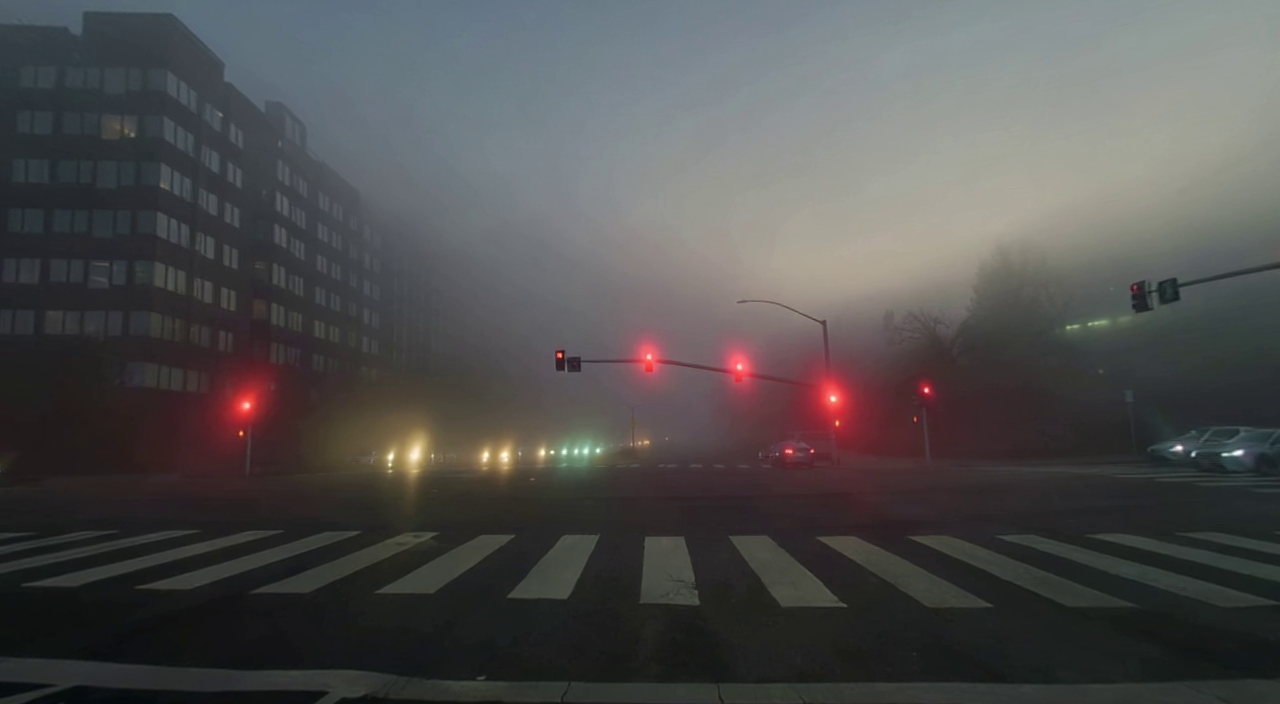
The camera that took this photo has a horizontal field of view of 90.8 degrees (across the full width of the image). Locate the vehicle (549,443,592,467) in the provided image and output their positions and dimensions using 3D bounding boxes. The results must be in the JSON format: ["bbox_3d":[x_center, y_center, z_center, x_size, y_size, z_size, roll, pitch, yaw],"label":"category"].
[{"bbox_3d":[-4.503,6.759,41.757,2.109,1.461,4.637,-1,-9,2],"label":"vehicle"}]

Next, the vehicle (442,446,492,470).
[{"bbox_3d":[-11.641,7.153,42.811,2.003,1.476,4.297,-1,-9,2],"label":"vehicle"}]

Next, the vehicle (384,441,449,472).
[{"bbox_3d":[-15.130,7.127,43.248,2.340,1.946,5.450,-1,-9,1],"label":"vehicle"}]

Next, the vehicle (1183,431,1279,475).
[{"bbox_3d":[22.322,3.560,22.364,4.474,1.477,1.908,0,-9,-3],"label":"vehicle"}]

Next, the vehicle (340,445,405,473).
[{"bbox_3d":[-18.540,7.417,44.091,2.237,1.842,5.116,0,-9,0],"label":"vehicle"}]

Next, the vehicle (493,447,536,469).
[{"bbox_3d":[-8.076,6.850,40.976,1.910,1.288,4.093,-1,-9,1],"label":"vehicle"}]
